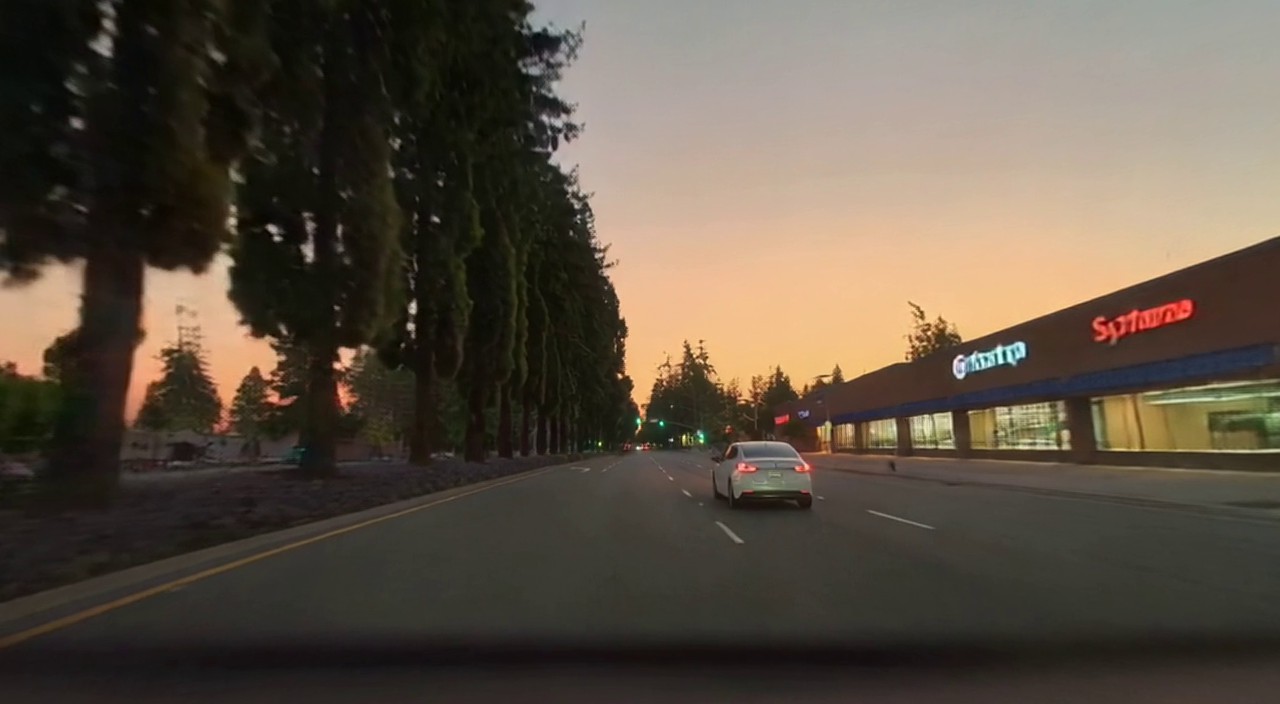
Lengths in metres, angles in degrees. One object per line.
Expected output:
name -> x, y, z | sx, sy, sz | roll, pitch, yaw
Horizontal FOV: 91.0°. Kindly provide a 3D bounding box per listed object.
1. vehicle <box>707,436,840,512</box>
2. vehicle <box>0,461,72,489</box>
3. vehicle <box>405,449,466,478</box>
vehicle -> 2.852, 2.728, 14.610 | 2.015, 1.479, 4.444 | 0, -9, -1
vehicle -> -40.785, 8.115, 41.604 | 4.421, 1.675, 2.042 | 0, -9, -1
vehicle -> -11.540, 6.299, 35.749 | 1.944, 1.512, 4.278 | 0, -9, 1
